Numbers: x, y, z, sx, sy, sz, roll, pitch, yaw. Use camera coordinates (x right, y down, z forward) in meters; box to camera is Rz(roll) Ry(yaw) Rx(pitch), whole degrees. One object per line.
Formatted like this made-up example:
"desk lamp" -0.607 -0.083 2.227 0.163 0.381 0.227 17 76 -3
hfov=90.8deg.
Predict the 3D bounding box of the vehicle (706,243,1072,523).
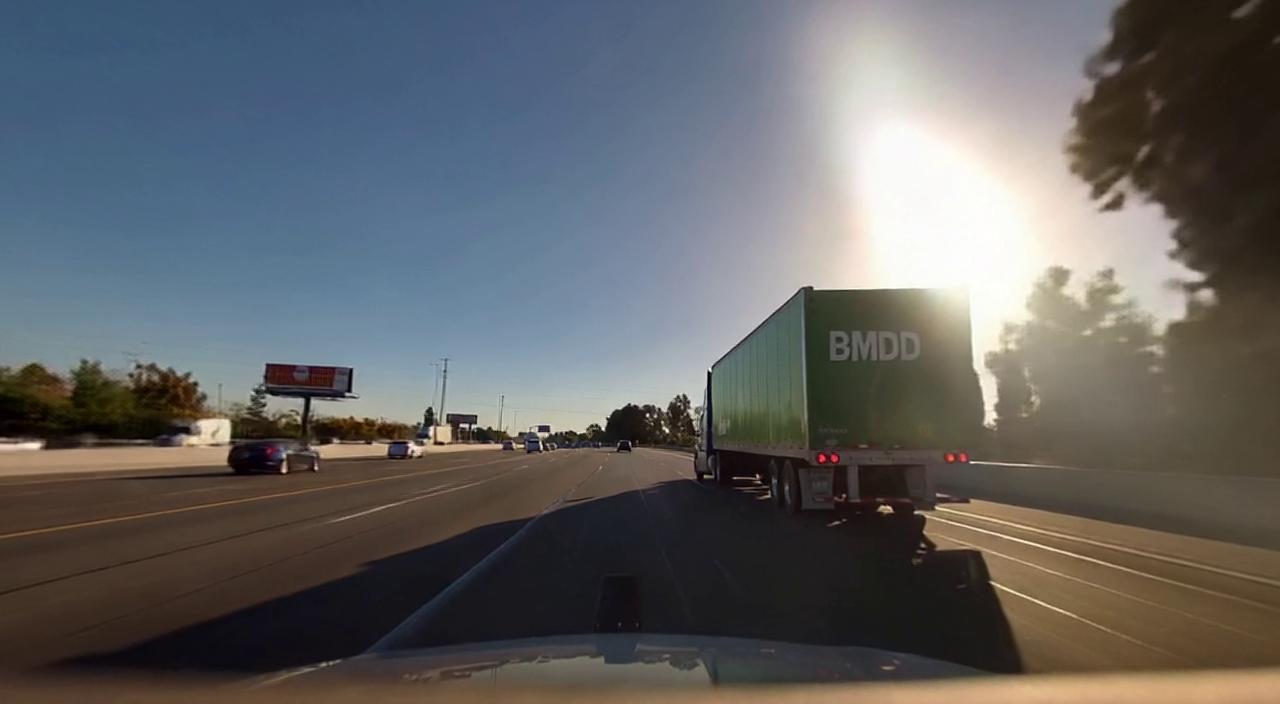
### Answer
"vehicle" 4.216 1.469 16.328 2.891 3.944 15.051 0 -8 -2

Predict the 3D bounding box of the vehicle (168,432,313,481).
"vehicle" -14.774 3.902 23.821 1.970 1.618 5.364 0 -8 0

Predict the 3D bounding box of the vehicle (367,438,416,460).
"vehicle" -18.704 7.337 47.714 1.913 1.540 4.540 0 -8 -1
